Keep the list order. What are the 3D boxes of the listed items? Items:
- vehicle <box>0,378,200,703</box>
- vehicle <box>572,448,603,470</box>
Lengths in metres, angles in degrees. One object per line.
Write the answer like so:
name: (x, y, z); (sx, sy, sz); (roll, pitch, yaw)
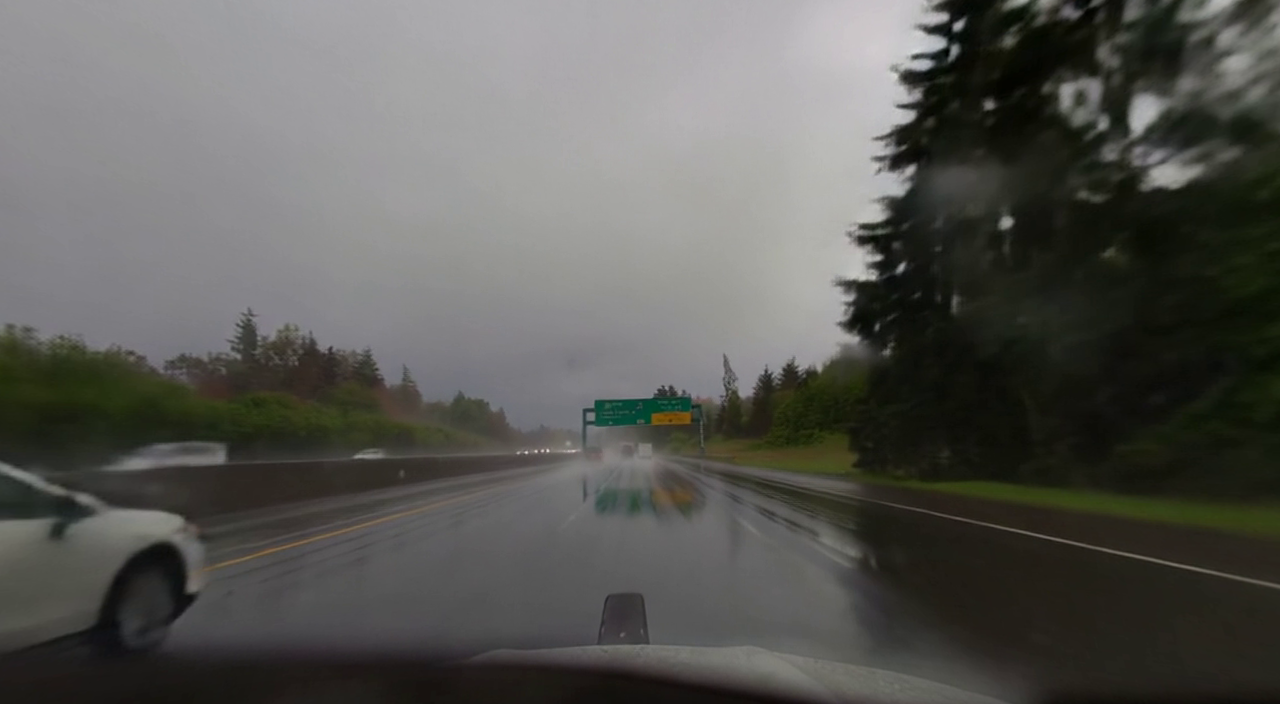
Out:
vehicle: (-3.570, 0.716, 1.306); (2.028, 1.584, 4.481); (0, -9, 0)
vehicle: (-3.742, 7.719, 45.658); (1.918, 1.510, 4.006); (0, -9, 0)
